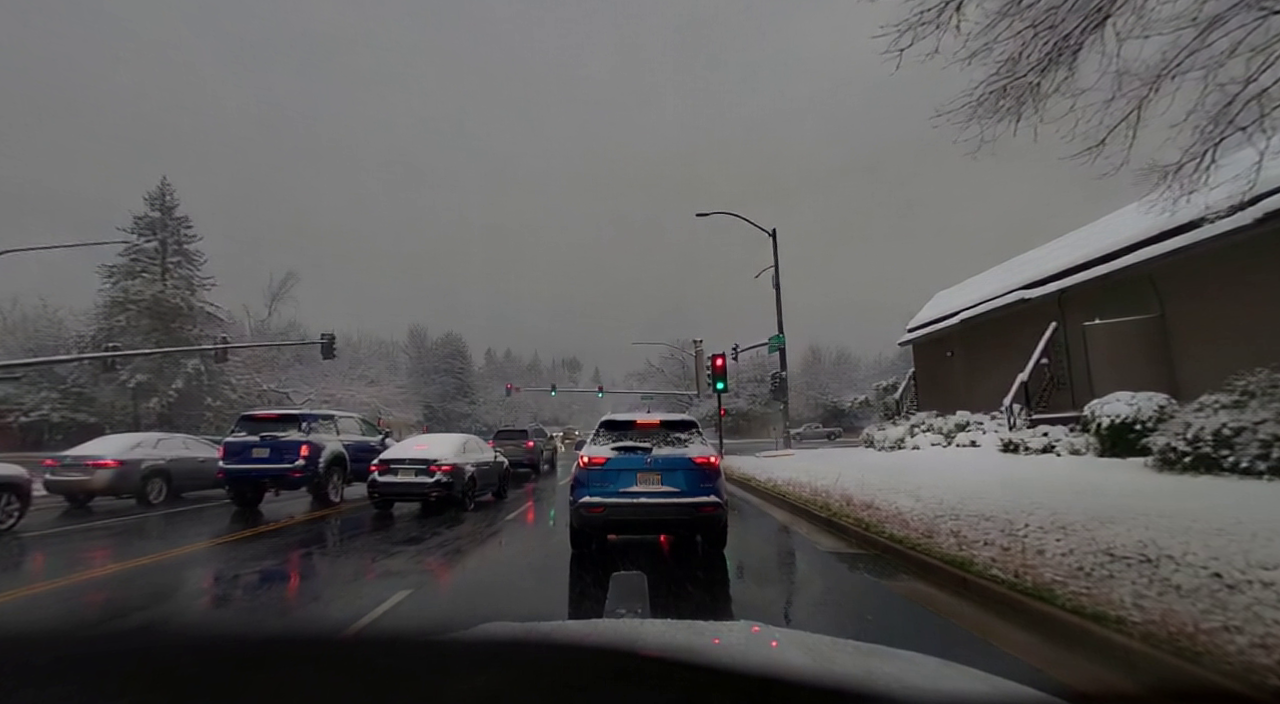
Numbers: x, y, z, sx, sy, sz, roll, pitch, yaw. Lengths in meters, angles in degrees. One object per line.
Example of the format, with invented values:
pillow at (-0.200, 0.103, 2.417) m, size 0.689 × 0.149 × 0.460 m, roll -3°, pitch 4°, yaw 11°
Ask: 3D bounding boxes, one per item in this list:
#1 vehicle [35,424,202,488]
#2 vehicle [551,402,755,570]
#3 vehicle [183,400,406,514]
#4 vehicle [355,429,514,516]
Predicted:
vehicle at (-17.677, 3.548, 21.770) m, size 2.136 × 1.976 × 4.342 m, roll 0°, pitch -9°, yaw -4°
vehicle at (0.106, 1.674, 8.573) m, size 2.055 × 1.681 × 4.270 m, roll 0°, pitch -9°, yaw -1°
vehicle at (-7.390, 2.341, 14.398) m, size 2.195 × 2.093 × 5.185 m, roll 0°, pitch -9°, yaw -1°
vehicle at (-4.080, 2.464, 13.396) m, size 1.942 × 1.523 × 4.212 m, roll 0°, pitch -9°, yaw 0°
